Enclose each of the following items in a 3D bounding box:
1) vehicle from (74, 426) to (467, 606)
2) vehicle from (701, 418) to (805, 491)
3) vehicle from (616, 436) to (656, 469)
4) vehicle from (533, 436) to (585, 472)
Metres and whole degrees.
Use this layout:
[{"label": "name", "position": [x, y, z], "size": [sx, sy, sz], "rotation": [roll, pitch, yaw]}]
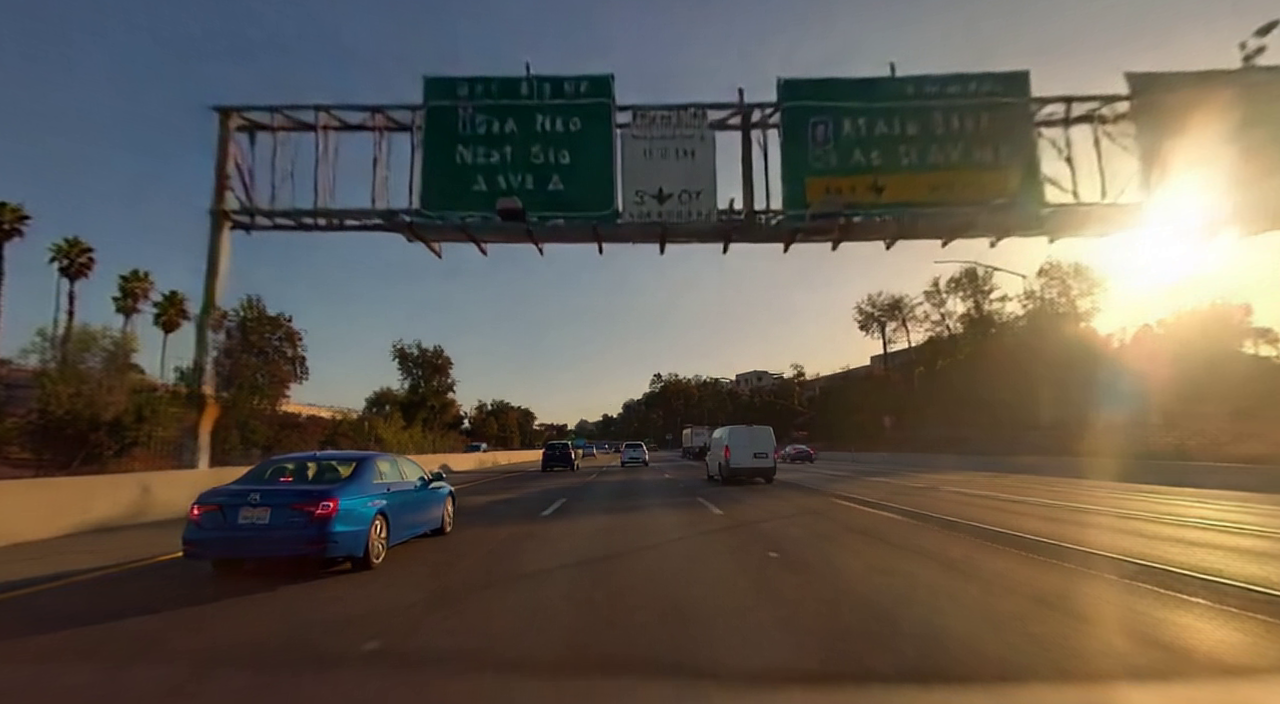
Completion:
[{"label": "vehicle", "position": [-3.649, 1.688, 7.451], "size": [1.991, 1.469, 4.381], "rotation": [0, -9, 0]}, {"label": "vehicle", "position": [3.562, 3.406, 21.219], "size": [2.250, 2.074, 5.723], "rotation": [0, -9, -2]}, {"label": "vehicle", "position": [-0.262, 5.835, 36.630], "size": [2.212, 1.786, 4.198], "rotation": [0, -9, -1]}, {"label": "vehicle", "position": [-4.175, 5.380, 33.458], "size": [2.109, 1.793, 4.613], "rotation": [0, -9, 0]}]
